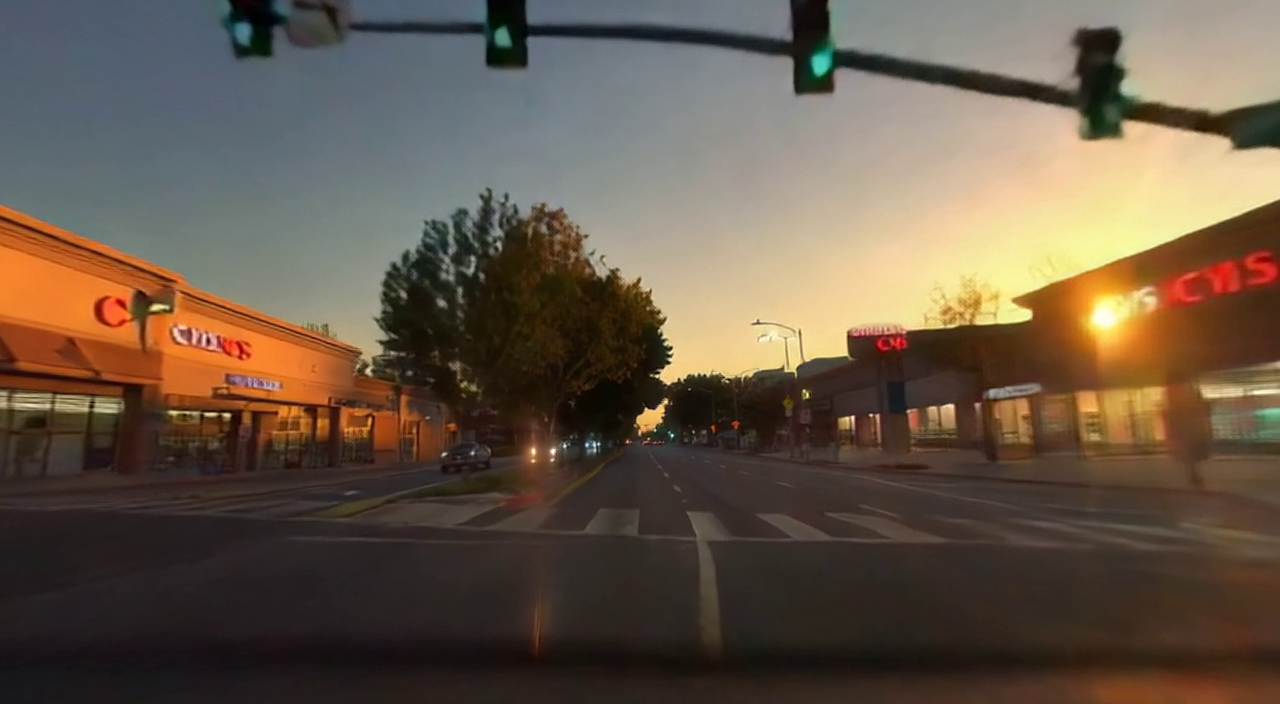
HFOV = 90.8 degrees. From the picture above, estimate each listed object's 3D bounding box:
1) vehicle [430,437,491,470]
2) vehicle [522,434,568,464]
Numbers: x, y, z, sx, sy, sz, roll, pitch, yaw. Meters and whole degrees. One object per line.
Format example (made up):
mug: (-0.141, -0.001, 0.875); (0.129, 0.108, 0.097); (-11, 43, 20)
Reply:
vehicle: (-9.748, 5.524, 34.655); (1.954, 1.694, 4.310); (-1, -8, 2)
vehicle: (-5.828, 6.040, 39.385); (2.129, 1.748, 4.555); (-1, -8, 1)
